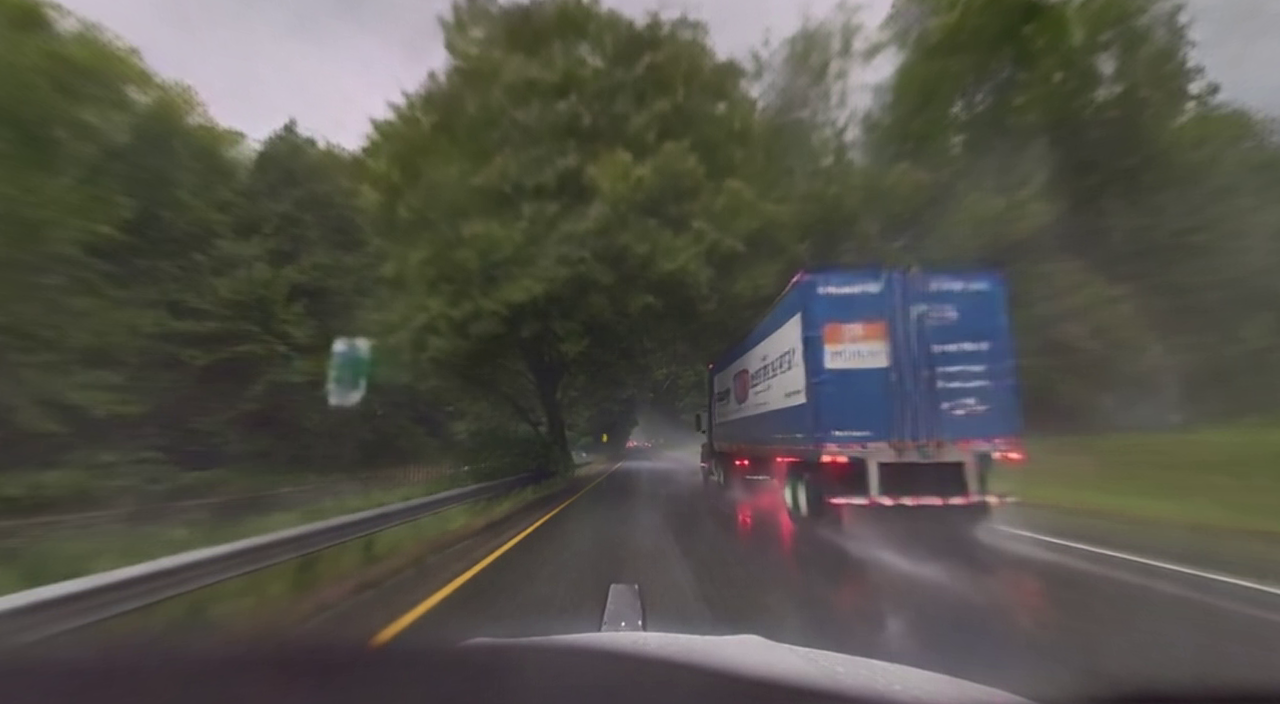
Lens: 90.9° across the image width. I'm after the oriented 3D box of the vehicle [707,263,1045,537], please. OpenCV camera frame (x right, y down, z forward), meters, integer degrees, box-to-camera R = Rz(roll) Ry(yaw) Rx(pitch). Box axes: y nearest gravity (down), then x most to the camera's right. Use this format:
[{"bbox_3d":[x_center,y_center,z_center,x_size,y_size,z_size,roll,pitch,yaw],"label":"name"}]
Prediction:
[{"bbox_3d":[4.223,1.745,16.563,3.231,4.102,14.393,0,-9,0],"label":"vehicle"}]
